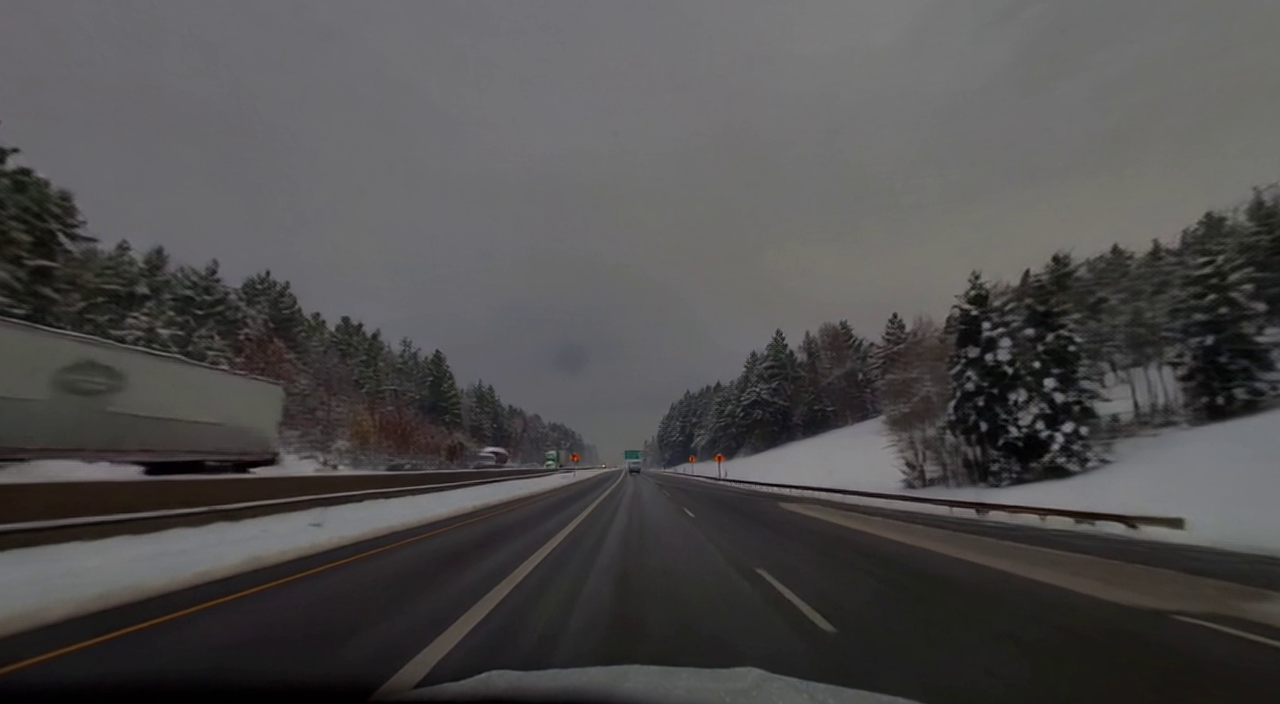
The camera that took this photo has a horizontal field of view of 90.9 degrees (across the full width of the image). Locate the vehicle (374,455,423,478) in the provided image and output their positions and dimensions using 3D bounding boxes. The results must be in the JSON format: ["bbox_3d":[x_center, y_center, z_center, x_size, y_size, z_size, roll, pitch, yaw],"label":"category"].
[{"bbox_3d":[-16.492,7.874,43.243,1.780,1.458,3.948,1,-10,0],"label":"vehicle"}]

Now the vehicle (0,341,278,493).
[{"bbox_3d":[-16.005,2.435,20.846,2.919,4.001,8.297,1,-10,0],"label":"vehicle"}]

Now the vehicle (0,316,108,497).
[{"bbox_3d":[-15.807,0.730,11.543,2.974,3.982,10.261,1,-10,0],"label":"vehicle"}]
